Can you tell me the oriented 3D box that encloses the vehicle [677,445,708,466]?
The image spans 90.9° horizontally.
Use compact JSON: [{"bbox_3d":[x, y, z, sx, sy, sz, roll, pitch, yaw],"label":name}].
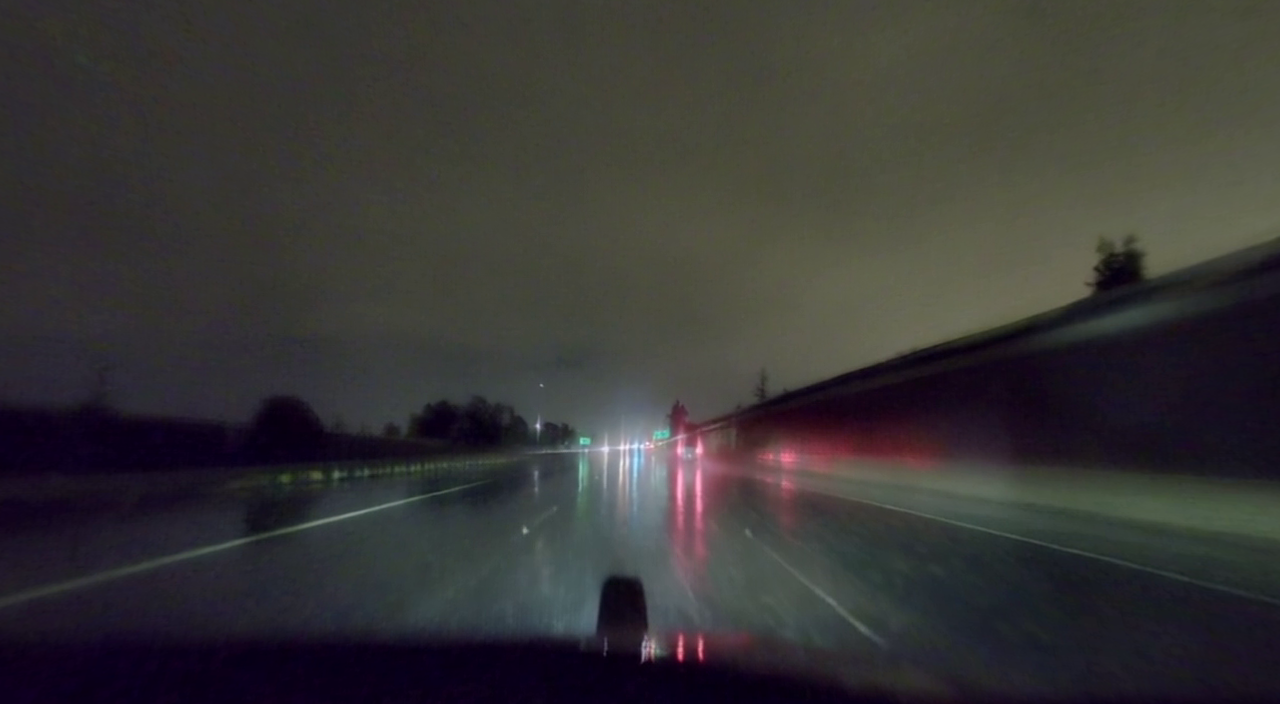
[{"bbox_3d":[4.045,8.029,48.997,2.003,1.520,4.058,0,-8,0],"label":"vehicle"}]
